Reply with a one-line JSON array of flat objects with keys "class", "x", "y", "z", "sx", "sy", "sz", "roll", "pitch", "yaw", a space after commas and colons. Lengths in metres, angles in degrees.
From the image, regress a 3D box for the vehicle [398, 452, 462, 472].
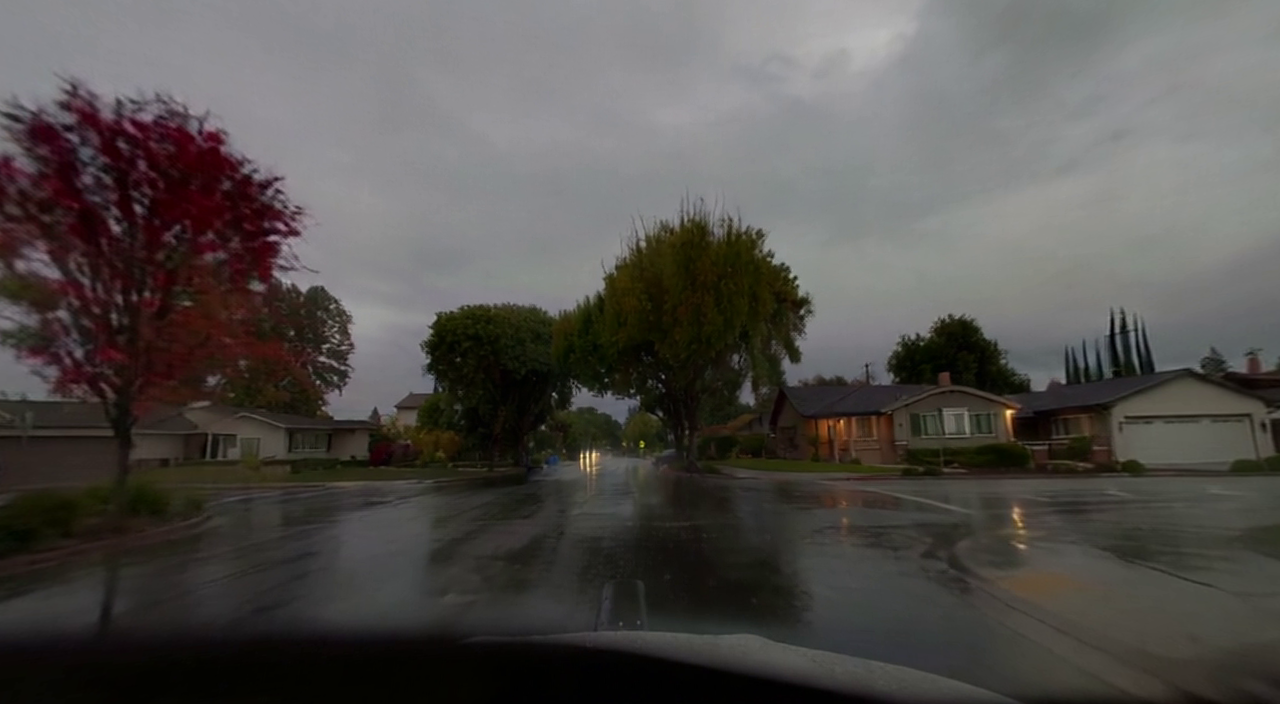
[{"class": "vehicle", "x": -16.559, "y": 8.656, "z": 49.967, "sx": 4.358, "sy": 1.516, "sz": 2.077, "roll": 1, "pitch": -9, "yaw": -4}]
